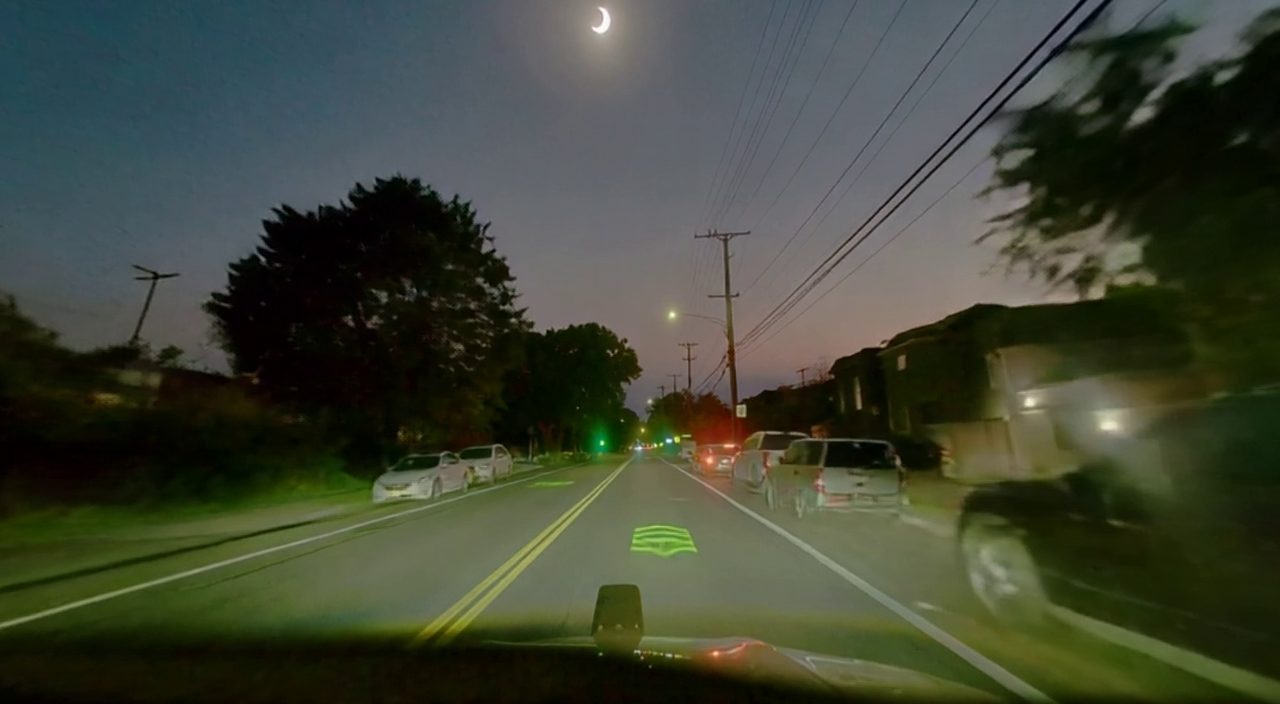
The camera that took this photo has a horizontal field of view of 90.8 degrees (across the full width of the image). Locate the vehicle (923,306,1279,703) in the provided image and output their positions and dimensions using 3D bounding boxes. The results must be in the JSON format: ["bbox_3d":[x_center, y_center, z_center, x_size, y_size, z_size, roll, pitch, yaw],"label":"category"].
[{"bbox_3d":[3.392,0.819,2.674,2.142,1.840,4.771,0,-8,0],"label":"vehicle"}]

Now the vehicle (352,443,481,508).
[{"bbox_3d":[-6.442,3.583,18.909,2.084,1.573,4.599,-2,-7,2],"label":"vehicle"}]

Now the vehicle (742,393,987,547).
[{"bbox_3d":[3.480,2.007,11.387,2.407,2.069,5.577,0,-8,1],"label":"vehicle"}]
